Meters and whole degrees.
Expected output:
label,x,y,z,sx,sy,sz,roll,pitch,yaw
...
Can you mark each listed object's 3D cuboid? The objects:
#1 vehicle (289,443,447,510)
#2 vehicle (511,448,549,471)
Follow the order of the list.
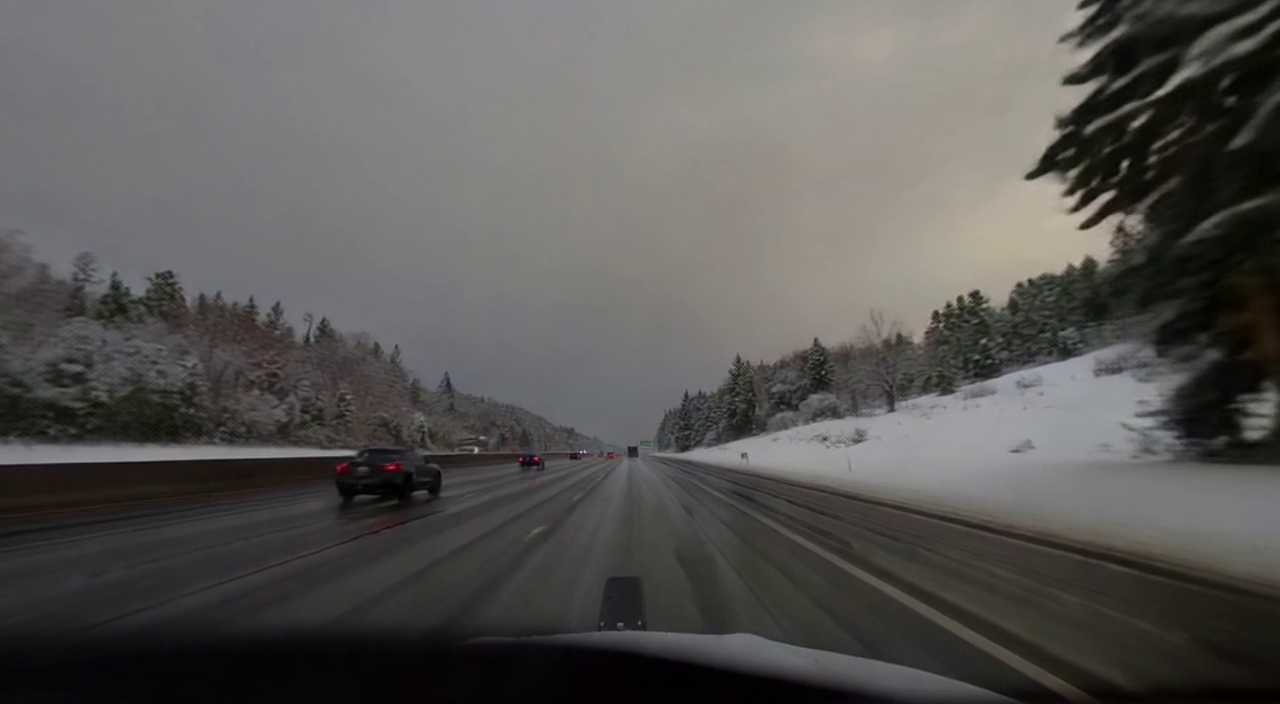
label,x,y,z,sx,sy,sz,roll,pitch,yaw
vehicle,-6.778,3.131,16.377,2.015,1.483,4.626,0,-9,0
vehicle,-7.680,7.530,44.351,1.966,1.476,4.240,0,-9,0
